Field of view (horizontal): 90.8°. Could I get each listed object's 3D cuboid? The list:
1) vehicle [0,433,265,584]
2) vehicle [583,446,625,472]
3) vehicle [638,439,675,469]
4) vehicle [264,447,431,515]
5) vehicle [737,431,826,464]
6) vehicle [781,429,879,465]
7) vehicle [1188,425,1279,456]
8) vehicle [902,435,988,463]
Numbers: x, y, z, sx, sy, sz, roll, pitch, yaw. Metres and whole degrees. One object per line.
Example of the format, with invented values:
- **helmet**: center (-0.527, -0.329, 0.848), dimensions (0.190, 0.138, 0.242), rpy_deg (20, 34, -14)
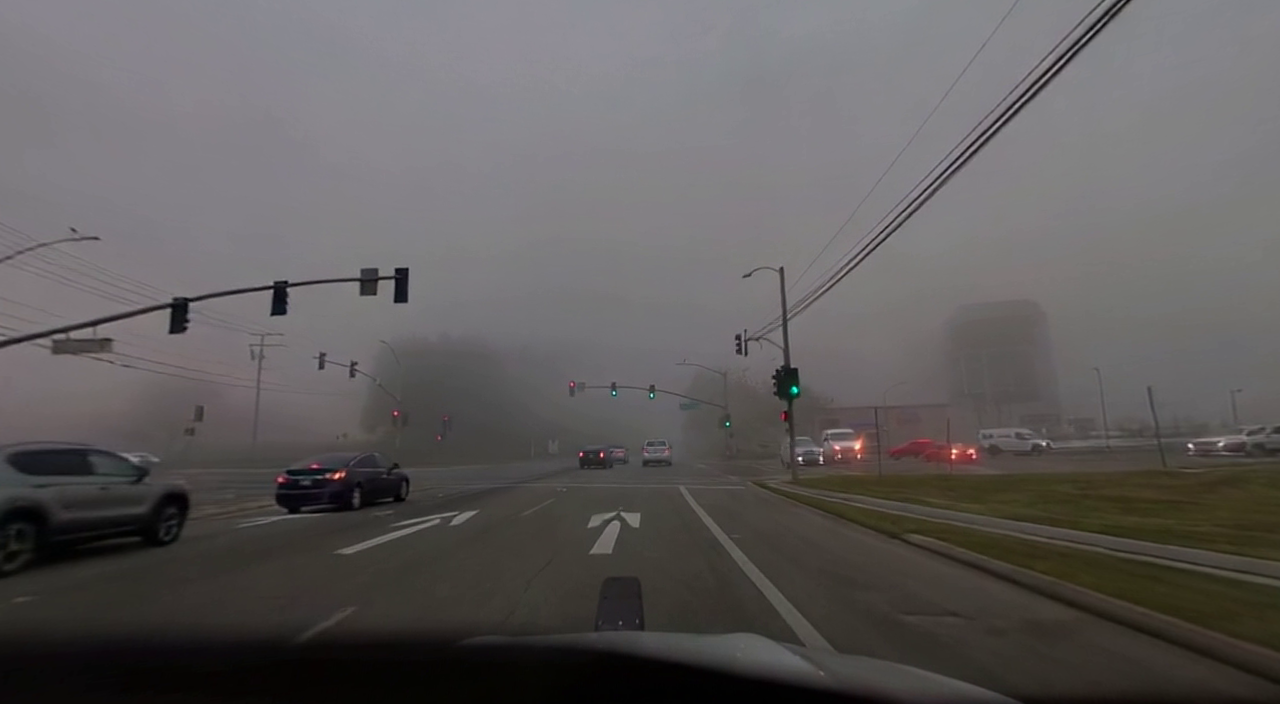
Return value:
- **vehicle**: center (-7.606, 1.977, 8.874), dimensions (1.912, 1.573, 4.299), rpy_deg (0, -8, 2)
- **vehicle**: center (-2.148, 6.490, 38.628), dimensions (2.064, 1.464, 4.373), rpy_deg (0, -8, 3)
- **vehicle**: center (1.139, 6.729, 41.892), dimensions (2.276, 1.850, 3.897), rpy_deg (-1, -8, 4)
- **vehicle**: center (-7.176, 3.170, 16.145), dimensions (1.904, 1.449, 4.580), rpy_deg (0, -8, 3)
- **vehicle**: center (10.250, 7.004, 46.362), dimensions (5.904, 2.269, 2.948), rpy_deg (-1, -8, 3)
- **vehicle**: center (12.539, 6.315, 42.075), dimensions (5.748, 2.332, 2.361), rpy_deg (0, -9, 3)
- **vehicle**: center (38.639, 5.678, 40.340), dimensions (4.988, 1.916, 2.172), rpy_deg (-1, -9, 3)
- **vehicle**: center (19.949, 6.351, 41.454), dimensions (4.544, 1.764, 1.985), rpy_deg (-1, -9, 4)
